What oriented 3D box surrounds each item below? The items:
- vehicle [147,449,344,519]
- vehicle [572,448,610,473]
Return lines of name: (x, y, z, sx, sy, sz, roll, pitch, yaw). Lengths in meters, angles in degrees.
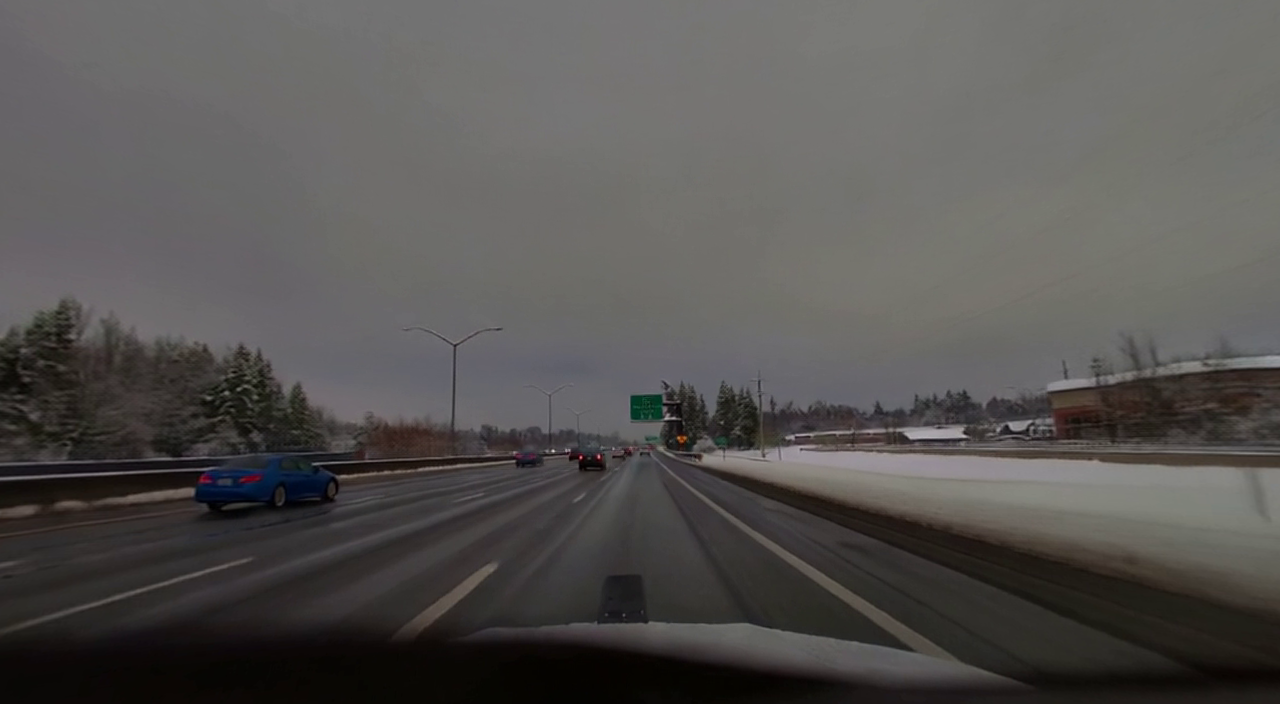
vehicle: (-10.008, 3.338, 16.615, 2.002, 1.526, 4.822, -1, -9, 1)
vehicle: (-3.158, 7.062, 41.258, 2.050, 1.479, 4.342, 0, -9, 1)
